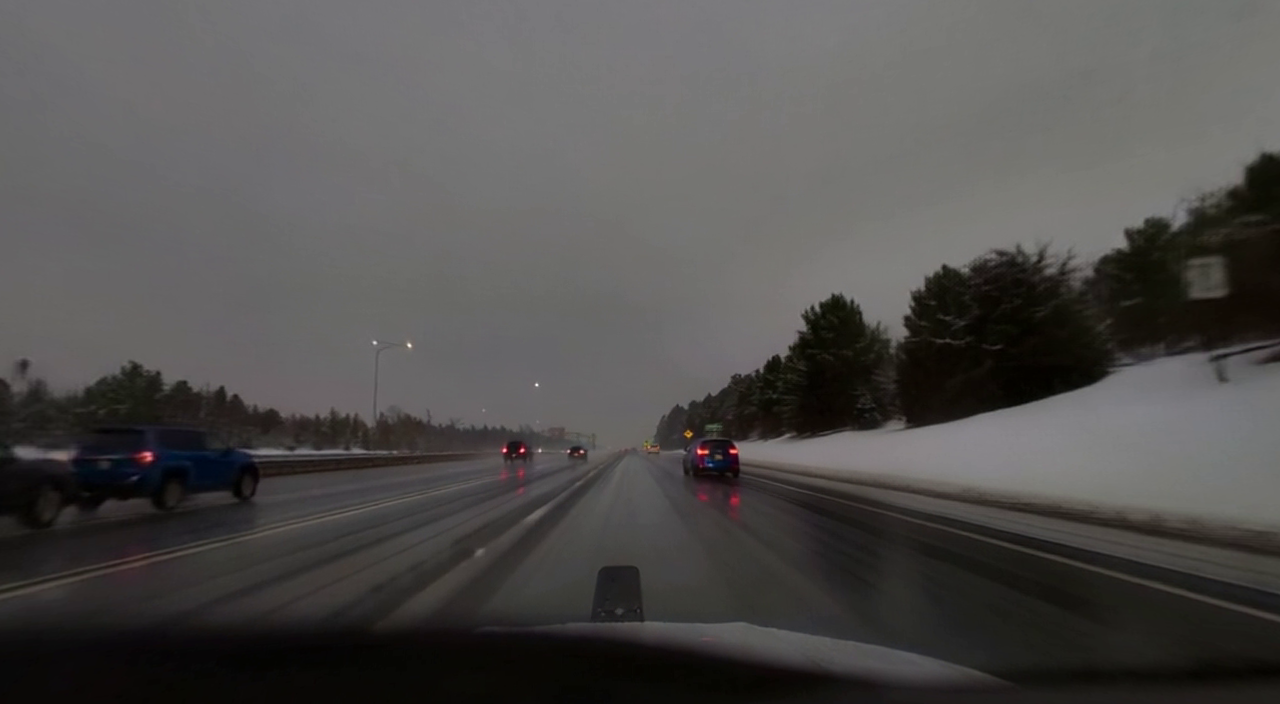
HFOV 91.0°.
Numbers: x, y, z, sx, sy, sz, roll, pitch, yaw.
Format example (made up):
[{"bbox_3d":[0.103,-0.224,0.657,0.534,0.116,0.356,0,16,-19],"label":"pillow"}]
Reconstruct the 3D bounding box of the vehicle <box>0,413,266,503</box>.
[{"bbox_3d":[-14.882,3.183,19.349,2.736,2.262,6.533,0,-8,0],"label":"vehicle"}]

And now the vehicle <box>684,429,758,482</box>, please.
[{"bbox_3d":[3.095,4.124,25.246,2.184,1.892,4.763,0,-8,-2],"label":"vehicle"}]
